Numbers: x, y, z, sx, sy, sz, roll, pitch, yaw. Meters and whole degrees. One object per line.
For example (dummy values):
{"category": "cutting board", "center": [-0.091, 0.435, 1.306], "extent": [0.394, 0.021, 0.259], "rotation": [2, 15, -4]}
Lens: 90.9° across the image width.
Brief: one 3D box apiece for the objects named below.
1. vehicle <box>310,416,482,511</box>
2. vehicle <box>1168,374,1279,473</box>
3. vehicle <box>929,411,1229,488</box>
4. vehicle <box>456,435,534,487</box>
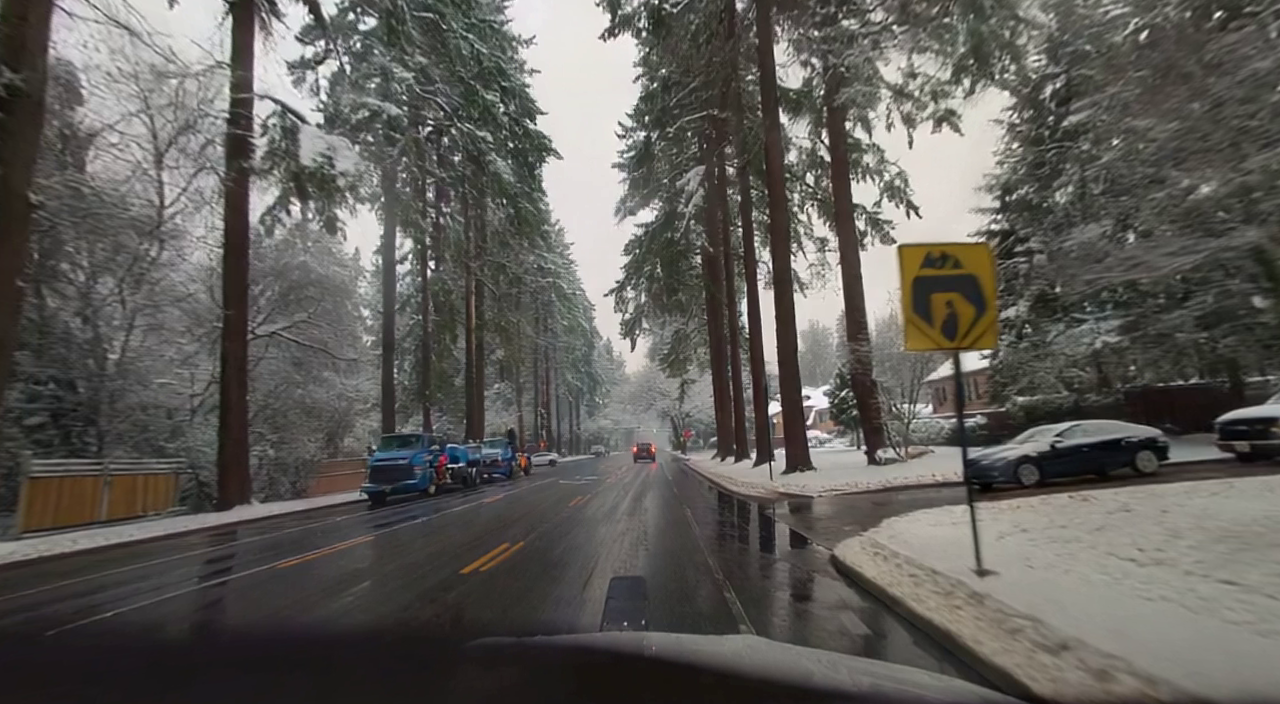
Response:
{"category": "vehicle", "center": [-9.185, 4.349, 25.481], "extent": [2.970, 3.068, 9.784], "rotation": [0, -8, 0]}
{"category": "vehicle", "center": [14.415, 1.293, 12.902], "extent": [4.995, 1.818, 2.319], "rotation": [-4, -6, 1]}
{"category": "vehicle", "center": [8.807, 2.024, 13.078], "extent": [4.623, 1.420, 1.996], "rotation": [-1, -8, 5]}
{"category": "vehicle", "center": [-8.773, 6.631, 39.031], "extent": [2.816, 2.723, 7.506], "rotation": [-4, -8, 1]}
